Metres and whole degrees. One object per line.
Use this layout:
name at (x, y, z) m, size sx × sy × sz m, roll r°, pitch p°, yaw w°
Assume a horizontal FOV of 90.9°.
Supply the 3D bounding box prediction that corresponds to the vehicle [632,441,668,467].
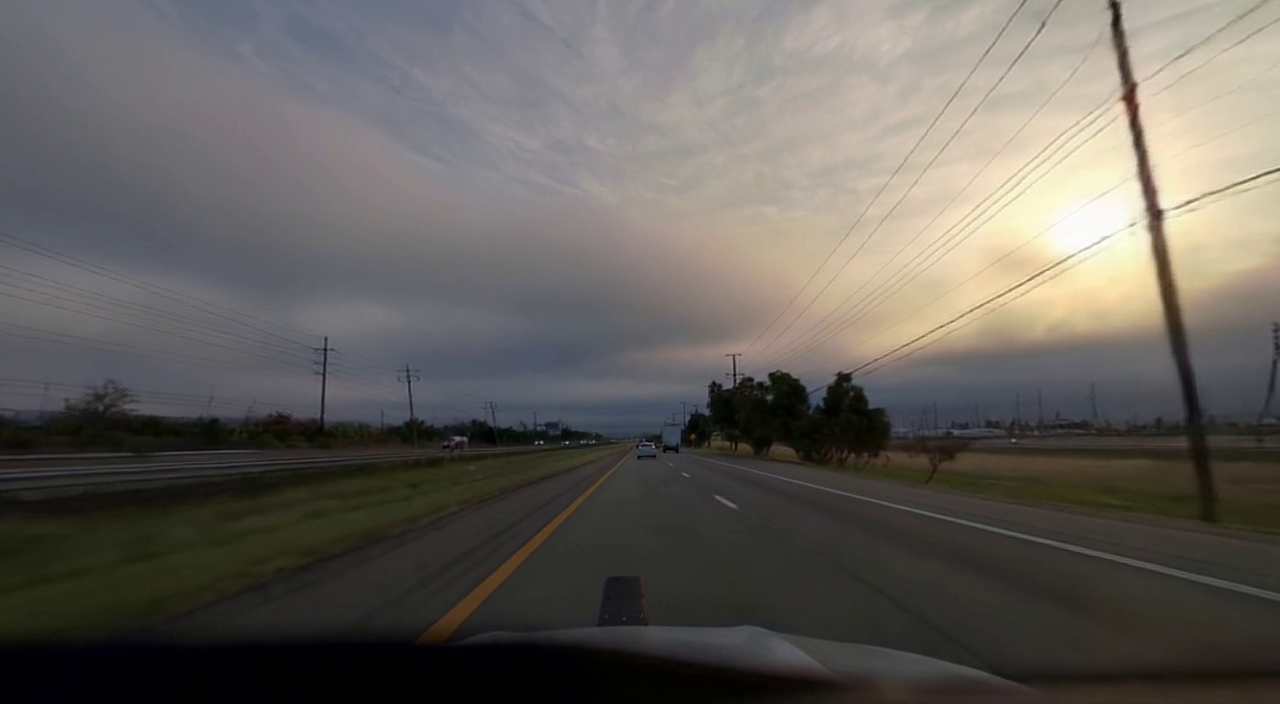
vehicle at (0.645, 6.584, 40.961) m, size 2.192 × 1.556 × 4.132 m, roll -1°, pitch -8°, yaw 1°
